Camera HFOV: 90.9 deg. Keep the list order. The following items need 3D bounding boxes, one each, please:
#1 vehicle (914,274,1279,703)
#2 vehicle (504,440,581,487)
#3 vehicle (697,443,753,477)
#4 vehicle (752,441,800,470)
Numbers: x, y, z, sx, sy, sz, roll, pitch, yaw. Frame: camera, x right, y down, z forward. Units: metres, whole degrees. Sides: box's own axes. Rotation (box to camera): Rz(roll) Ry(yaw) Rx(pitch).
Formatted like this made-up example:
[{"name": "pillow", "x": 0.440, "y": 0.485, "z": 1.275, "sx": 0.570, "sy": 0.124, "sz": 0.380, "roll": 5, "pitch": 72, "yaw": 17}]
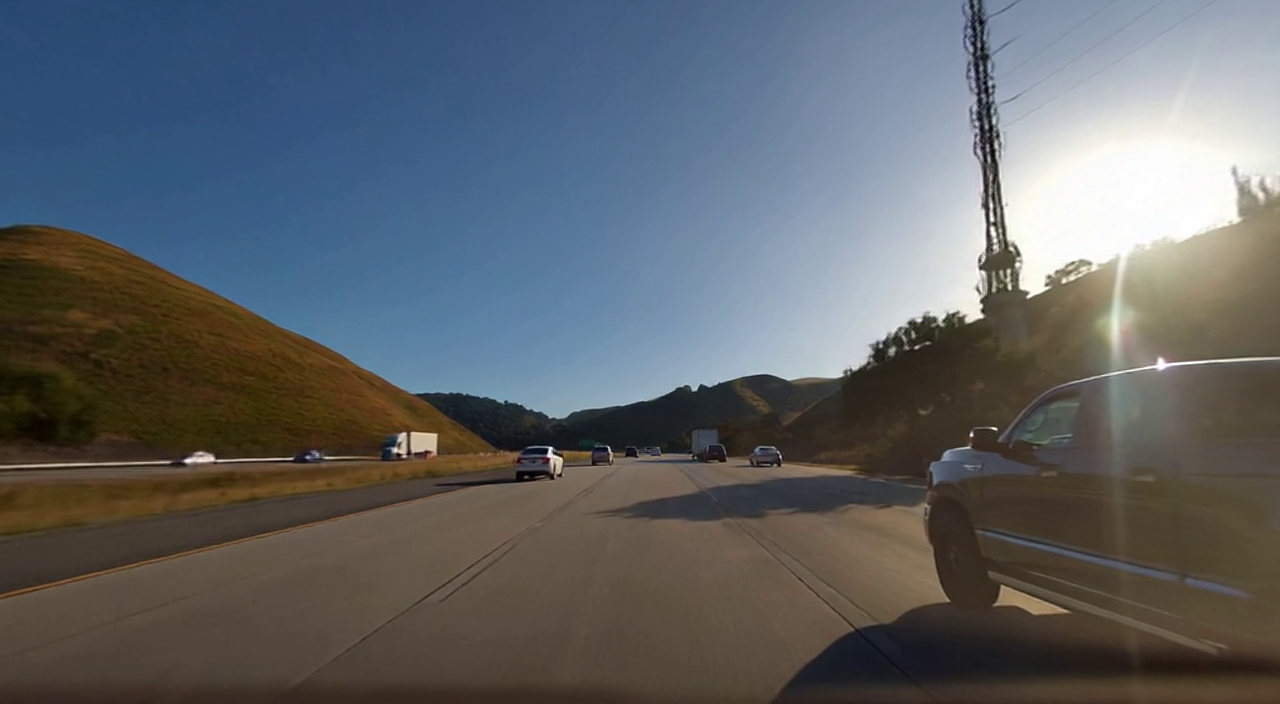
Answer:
[{"name": "vehicle", "x": 3.442, "y": 0.757, "z": 2.872, "sx": 2.098, "sy": 1.925, "sz": 5.171, "roll": 0, "pitch": -8, "yaw": 1}, {"name": "vehicle", "x": -3.630, "y": 4.254, "z": 24.437, "sx": 2.113, "sy": 1.636, "sz": 4.494, "roll": -1, "pitch": -8, "yaw": 2}, {"name": "vehicle", "x": 3.950, "y": 5.090, "z": 29.914, "sx": 2.046, "sy": 1.471, "sz": 4.333, "roll": 0, "pitch": -8, "yaw": 0}, {"name": "vehicle", "x": 8.274, "y": 6.311, "z": 38.745, "sx": 1.986, "sy": 1.633, "sz": 4.430, "roll": 0, "pitch": -8, "yaw": 1}]
